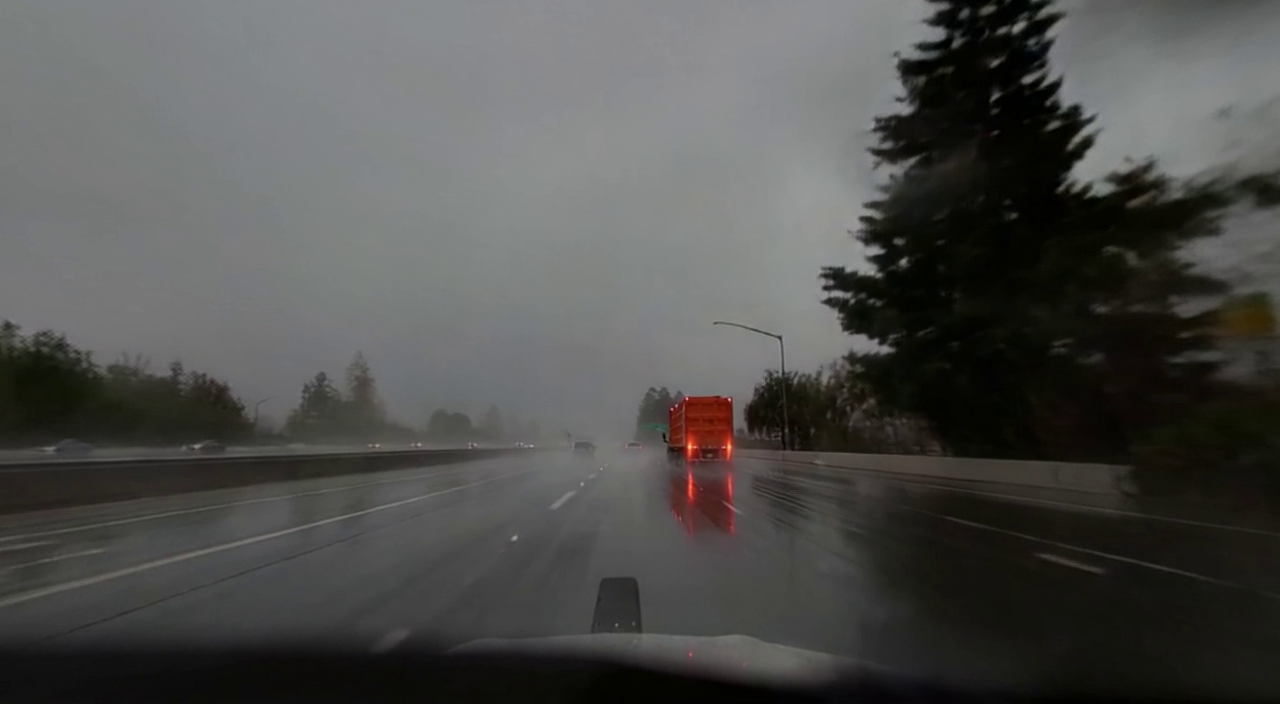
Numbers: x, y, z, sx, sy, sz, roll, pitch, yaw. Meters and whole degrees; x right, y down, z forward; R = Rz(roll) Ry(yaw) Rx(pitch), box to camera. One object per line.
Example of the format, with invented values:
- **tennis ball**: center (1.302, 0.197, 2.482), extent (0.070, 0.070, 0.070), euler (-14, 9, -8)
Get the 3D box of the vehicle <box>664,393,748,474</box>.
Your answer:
- **vehicle**: center (3.147, 4.464, 33.754), extent (2.966, 3.586, 10.563), euler (0, -9, -2)
